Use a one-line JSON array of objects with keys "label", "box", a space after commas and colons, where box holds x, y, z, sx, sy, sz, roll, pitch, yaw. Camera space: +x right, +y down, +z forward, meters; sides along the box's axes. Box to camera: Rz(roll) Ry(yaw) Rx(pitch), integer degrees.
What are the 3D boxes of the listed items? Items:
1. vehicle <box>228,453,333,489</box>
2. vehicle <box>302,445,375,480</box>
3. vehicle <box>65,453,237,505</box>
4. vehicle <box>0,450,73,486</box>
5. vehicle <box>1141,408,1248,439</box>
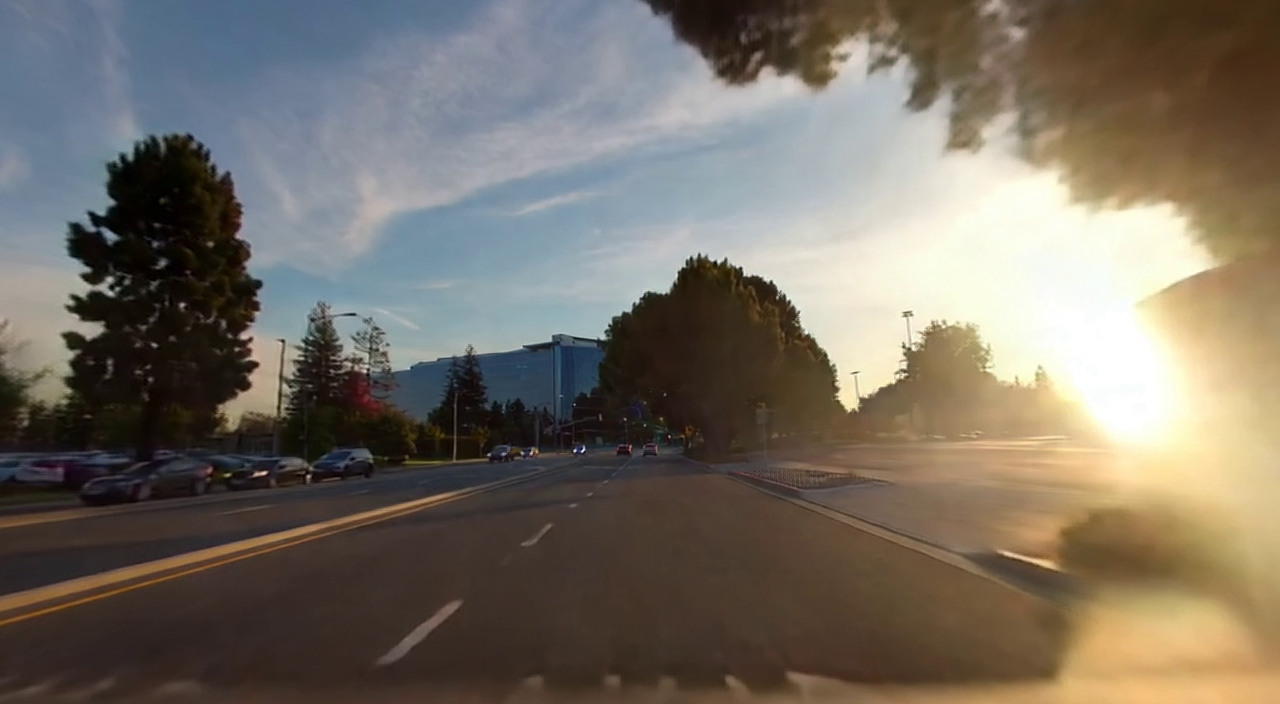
[{"label": "vehicle", "box": [-17.248, 5.690, 30.477, 1.955, 1.486, 5.112, -1, -8, 2]}, {"label": "vehicle", "box": [-17.155, 6.276, 36.026, 1.998, 1.724, 4.486, -3, -9, 0]}, {"label": "vehicle", "box": [-17.174, 4.457, 22.503, 2.014, 1.515, 5.027, 0, -8, 2]}, {"label": "vehicle", "box": [-28.172, 5.155, 28.019, 3.759, 1.462, 1.873, 1, -8, -3]}, {"label": "vehicle", "box": [29.944, 3.944, 34.111, 1.829, 1.496, 4.642, -1, -8, 5]}]
